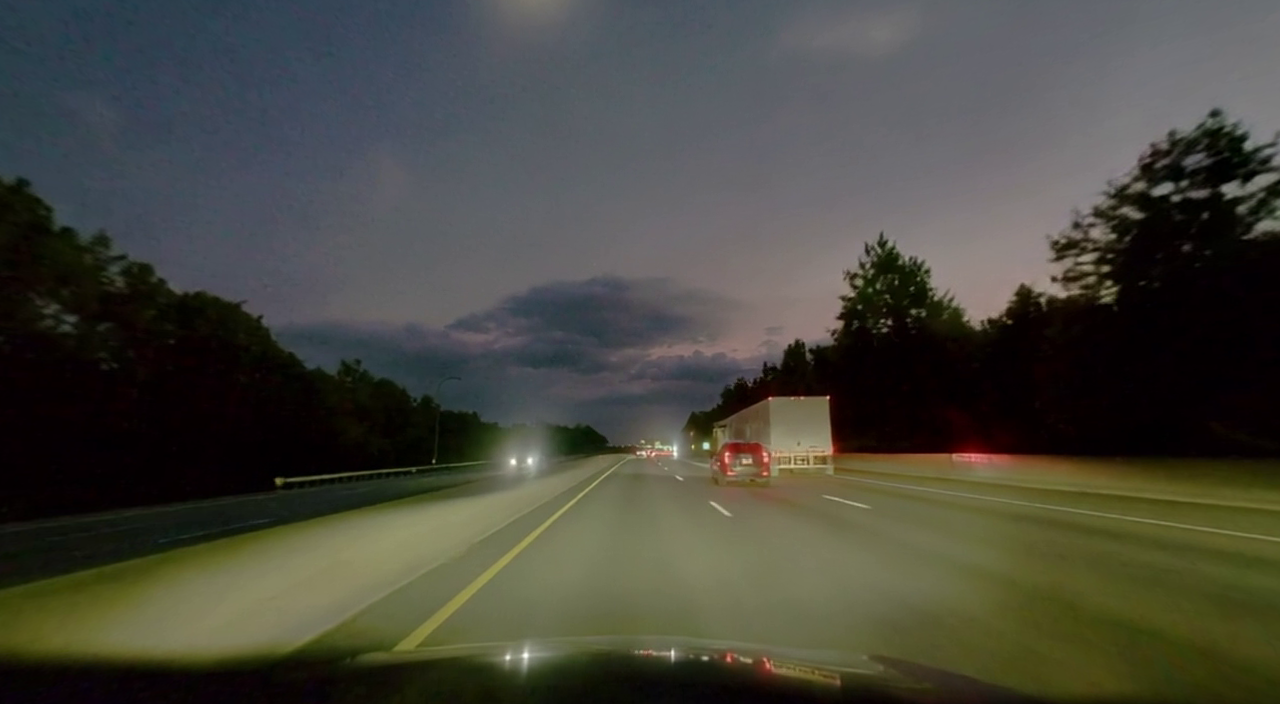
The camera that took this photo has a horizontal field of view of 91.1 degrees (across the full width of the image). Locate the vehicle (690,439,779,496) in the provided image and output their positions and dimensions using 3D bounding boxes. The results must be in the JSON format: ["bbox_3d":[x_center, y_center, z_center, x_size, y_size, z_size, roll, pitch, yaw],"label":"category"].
[{"bbox_3d":[2.947,3.761,20.866,2.123,1.620,4.959,0,-9,-1],"label":"vehicle"}]

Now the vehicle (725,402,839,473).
[{"bbox_3d":[7.031,4.615,33.129,3.536,3.160,9.428,0,-9,-2],"label":"vehicle"}]
